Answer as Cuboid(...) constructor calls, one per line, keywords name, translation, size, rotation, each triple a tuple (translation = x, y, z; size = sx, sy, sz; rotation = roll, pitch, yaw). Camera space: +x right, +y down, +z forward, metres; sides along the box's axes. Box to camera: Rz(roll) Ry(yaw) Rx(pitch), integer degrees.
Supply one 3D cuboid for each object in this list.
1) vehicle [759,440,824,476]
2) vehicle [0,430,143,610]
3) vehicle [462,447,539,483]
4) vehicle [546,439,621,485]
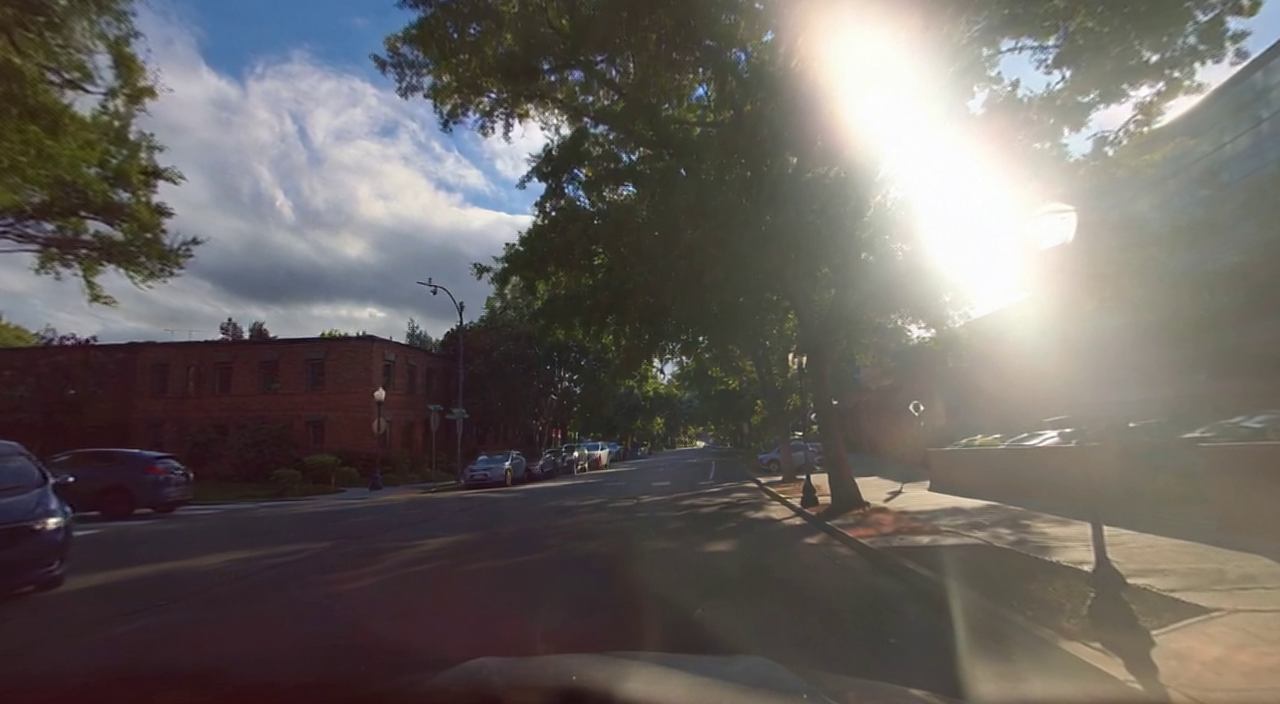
Cuboid(name="vehicle", translation=(6.715, 4.743, 28.544), size=(1.918, 1.461, 4.419), rotation=(0, -9, 1))
Cuboid(name="vehicle", translation=(-7.641, 1.695, 6.815), size=(4.141, 1.620, 1.876), rotation=(-5, -10, 27))
Cuboid(name="vehicle", translation=(-6.047, 4.942, 27.947), size=(1.968, 1.443, 4.358), rotation=(-1, -9, 6))
Cuboid(name="vehicle", translation=(-2.131, 4.341, 25.311), size=(2.110, 1.651, 4.410), rotation=(-1, -9, 7))
